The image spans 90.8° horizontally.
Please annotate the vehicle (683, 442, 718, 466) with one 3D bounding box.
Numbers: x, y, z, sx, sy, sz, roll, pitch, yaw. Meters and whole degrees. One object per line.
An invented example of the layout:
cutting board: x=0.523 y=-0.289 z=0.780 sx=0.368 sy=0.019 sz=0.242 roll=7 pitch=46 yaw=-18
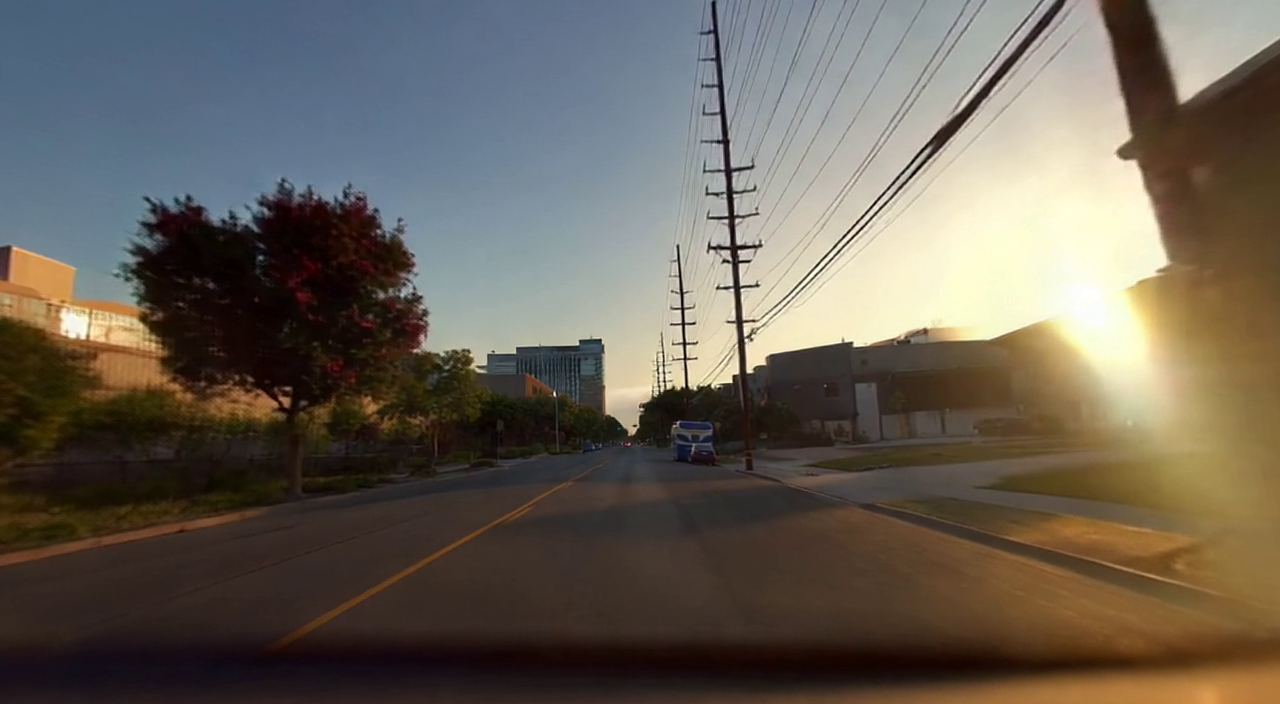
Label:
vehicle: x=4.132 y=7.026 z=43.626 sx=1.852 sy=1.497 sz=3.672 roll=-2 pitch=-8 yaw=-2
